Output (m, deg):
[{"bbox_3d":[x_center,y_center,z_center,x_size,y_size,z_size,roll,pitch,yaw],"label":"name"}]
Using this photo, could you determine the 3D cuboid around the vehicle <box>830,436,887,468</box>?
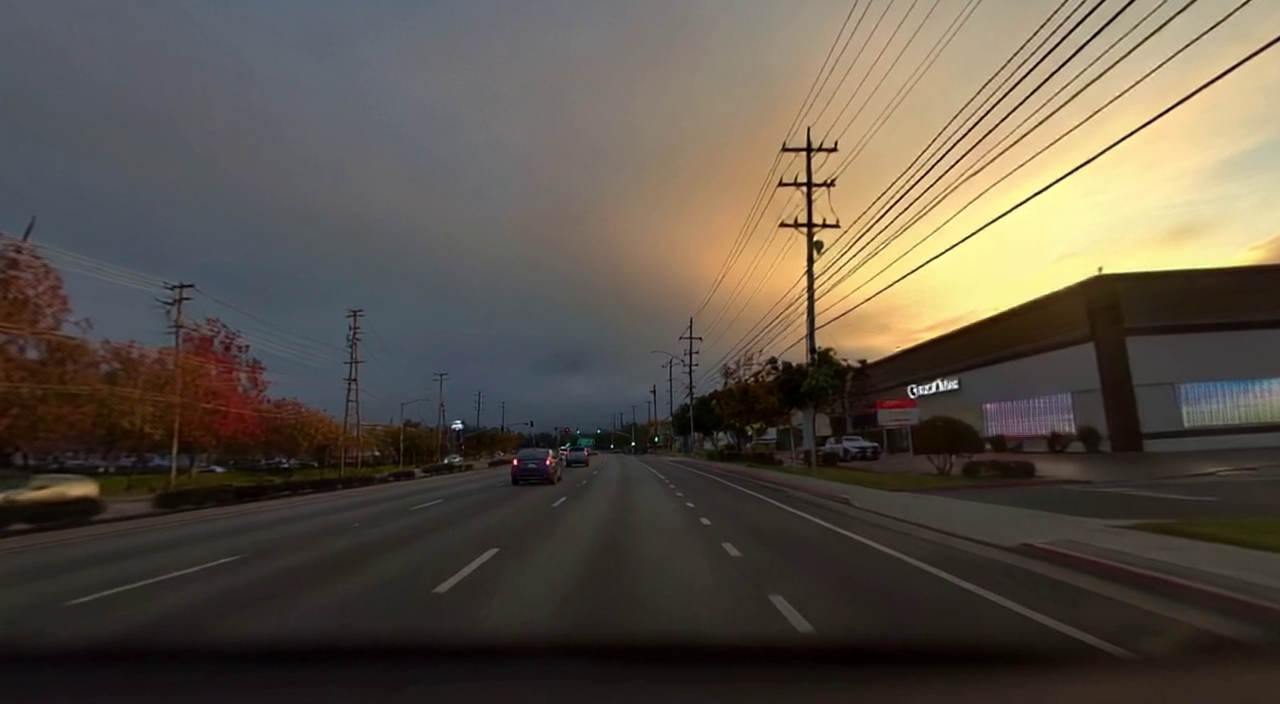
[{"bbox_3d":[12.183,5.616,35.337,1.894,1.671,4.290,-1,-9,4],"label":"vehicle"}]

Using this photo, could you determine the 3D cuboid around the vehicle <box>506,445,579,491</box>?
[{"bbox_3d":[-3.425,4.165,22.995,1.942,1.469,4.426,0,-9,0],"label":"vehicle"}]

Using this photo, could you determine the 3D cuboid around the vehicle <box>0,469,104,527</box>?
[{"bbox_3d":[-19.640,4.521,19.772,1.925,1.554,4.271,1,-9,-2],"label":"vehicle"}]
